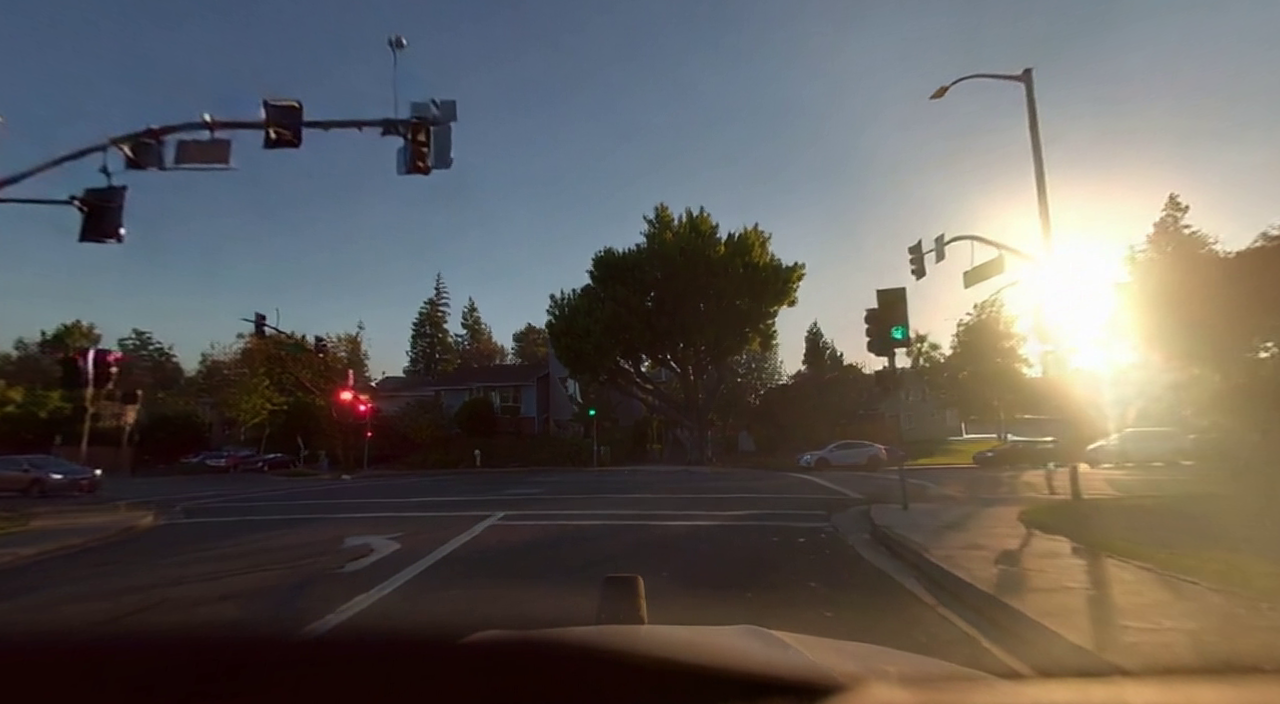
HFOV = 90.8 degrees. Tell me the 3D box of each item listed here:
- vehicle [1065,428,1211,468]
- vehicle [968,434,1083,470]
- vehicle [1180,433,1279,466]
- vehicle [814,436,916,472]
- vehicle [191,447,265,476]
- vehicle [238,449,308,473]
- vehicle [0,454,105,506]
[{"bbox_3d":[21.401,4.148,27.331,4.510,1.673,2.030,0,-8,1],"label":"vehicle"},{"bbox_3d":[18.878,4.915,31.115,4.326,1.672,1.903,0,-8,2],"label":"vehicle"},{"bbox_3d":[29.146,4.653,30.229,4.692,1.478,1.886,-1,-8,3],"label":"vehicle"},{"bbox_3d":[9.800,4.487,27.749,3.815,1.504,1.790,0,-8,2],"label":"vehicle"},{"bbox_3d":[-27.184,7.184,41.834,1.967,1.779,4.159,-1,-8,2],"label":"vehicle"},{"bbox_3d":[-24.262,7.188,41.937,1.817,1.488,4.631,0,-8,0],"label":"vehicle"},{"bbox_3d":[-19.849,3.905,19.510,4.989,1.442,1.940,-1,-8,4],"label":"vehicle"}]
